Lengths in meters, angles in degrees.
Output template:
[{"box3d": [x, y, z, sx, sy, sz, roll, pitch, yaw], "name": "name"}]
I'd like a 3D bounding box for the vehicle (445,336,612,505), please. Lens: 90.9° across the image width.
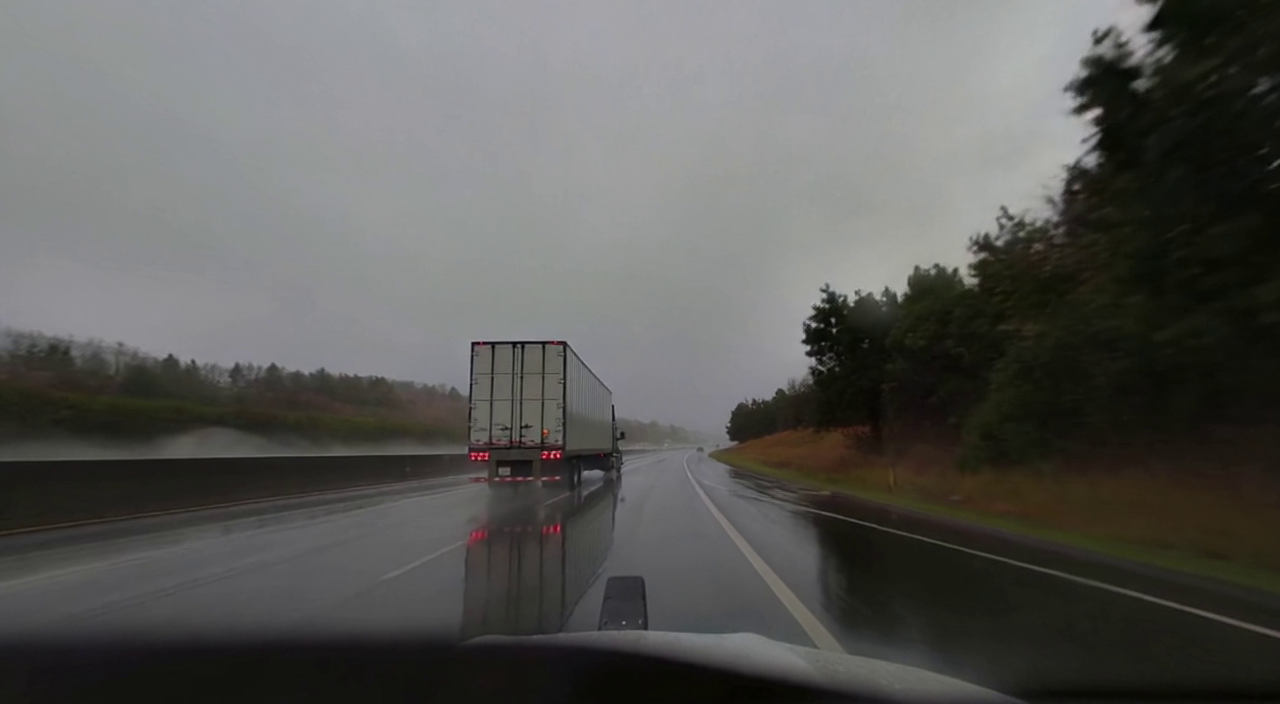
[{"box3d": [-3.008, 2.729, 22.573, 2.851, 4.098, 14.436, 0, -9, 2], "name": "vehicle"}]
